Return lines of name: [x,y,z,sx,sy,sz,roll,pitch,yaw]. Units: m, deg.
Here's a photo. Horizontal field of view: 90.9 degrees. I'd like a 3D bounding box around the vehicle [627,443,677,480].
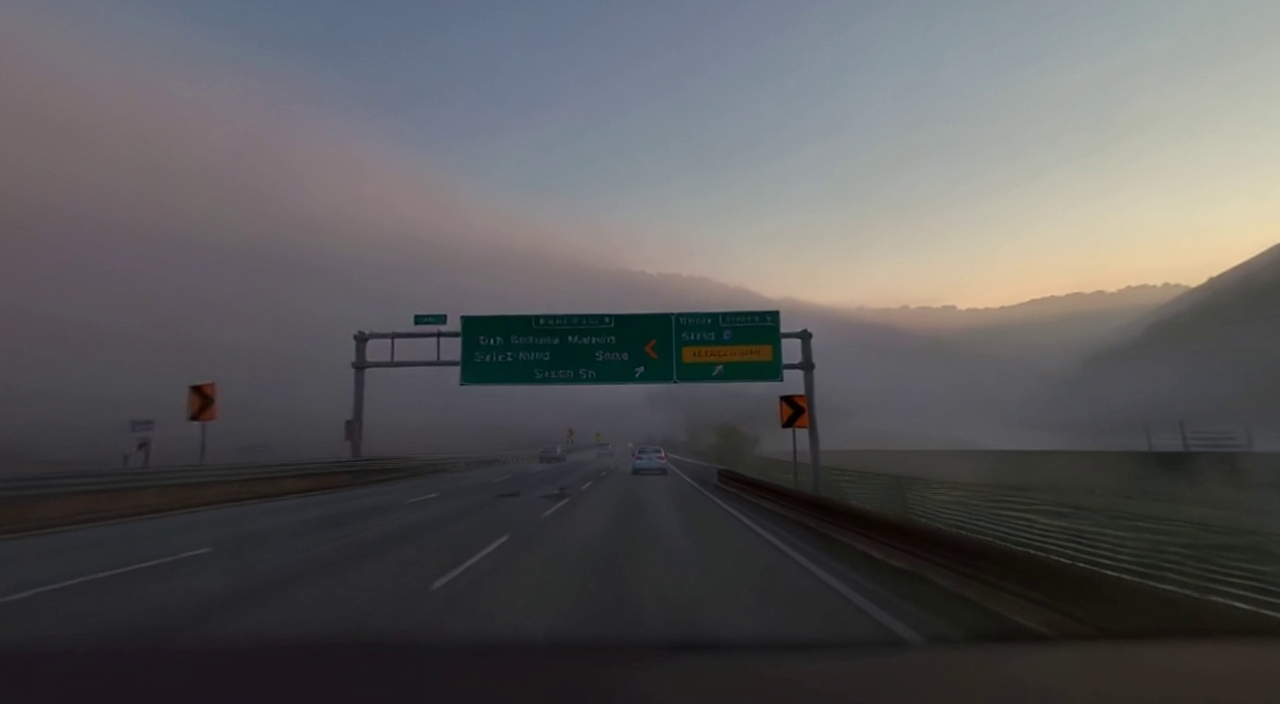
vehicle: [0.476,4.813,27.944,2.019,1.475,4.301,0,-9,0]
